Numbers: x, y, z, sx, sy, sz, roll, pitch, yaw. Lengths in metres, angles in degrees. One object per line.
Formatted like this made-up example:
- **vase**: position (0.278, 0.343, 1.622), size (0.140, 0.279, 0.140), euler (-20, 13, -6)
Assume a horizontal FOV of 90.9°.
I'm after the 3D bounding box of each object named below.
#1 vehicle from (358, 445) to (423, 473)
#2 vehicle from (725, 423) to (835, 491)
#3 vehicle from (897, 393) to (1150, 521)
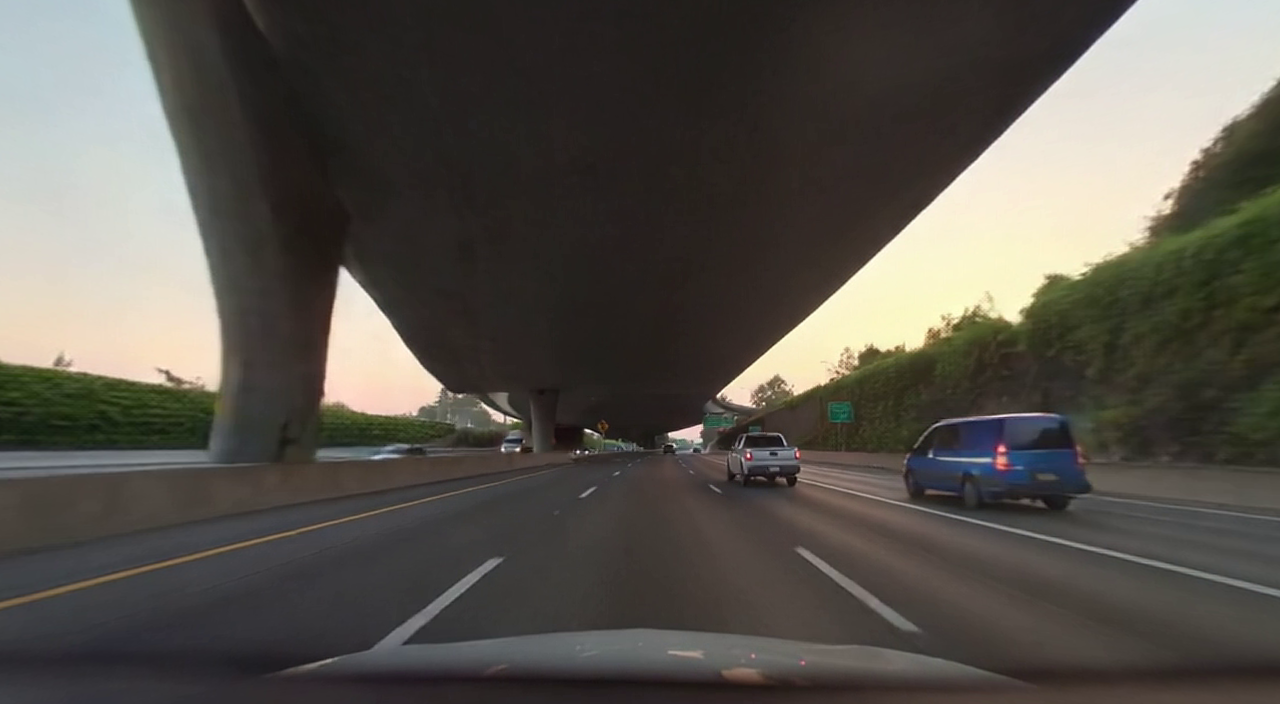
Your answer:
- **vehicle**: position (-14.003, 6.010, 35.682), size (1.814, 1.494, 4.167), euler (-1, -9, 2)
- **vehicle**: position (4.611, 3.595, 21.884), size (2.505, 2.020, 5.532), euler (0, -9, -1)
- **vehicle**: position (8.109, 2.318, 14.266), size (2.229, 2.317, 5.399), euler (0, -9, 0)
